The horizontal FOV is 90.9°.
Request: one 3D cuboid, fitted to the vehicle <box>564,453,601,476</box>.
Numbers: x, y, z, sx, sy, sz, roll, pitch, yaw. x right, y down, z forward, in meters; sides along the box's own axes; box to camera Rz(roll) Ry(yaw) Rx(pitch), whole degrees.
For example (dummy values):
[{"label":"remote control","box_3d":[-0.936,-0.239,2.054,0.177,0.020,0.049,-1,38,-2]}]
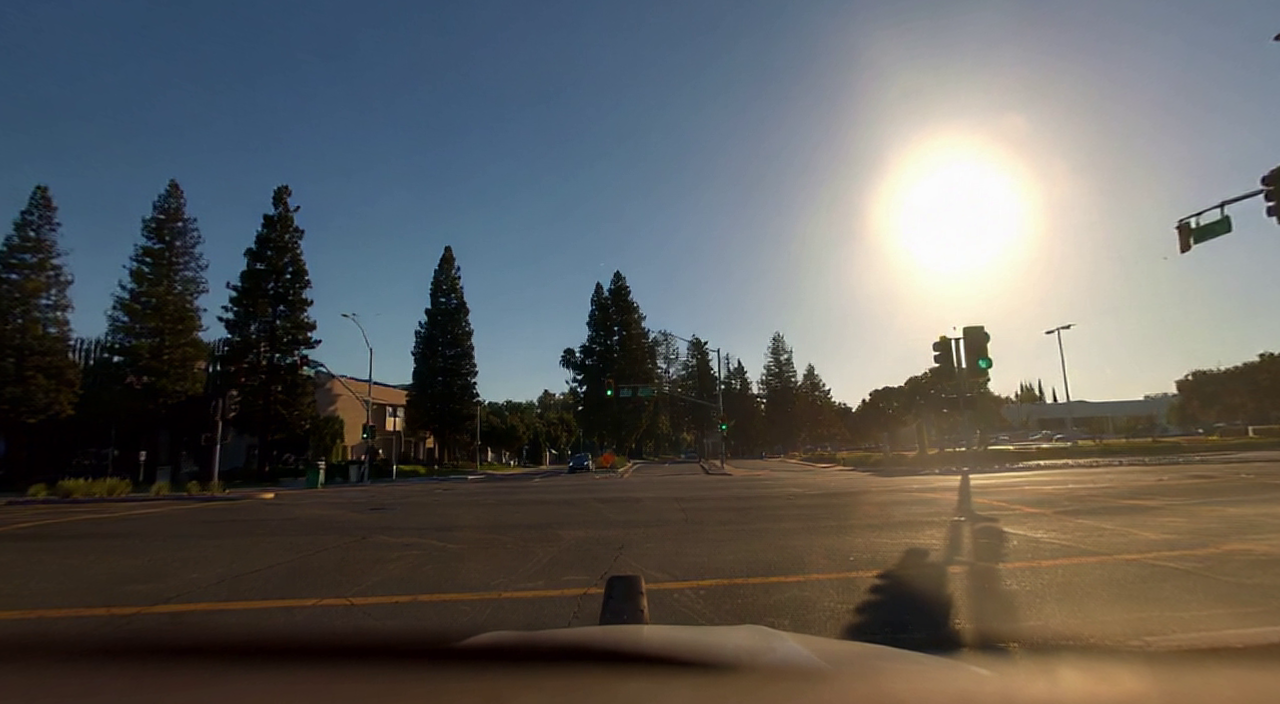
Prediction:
[{"label":"vehicle","box_3d":[-4.485,8.844,49.820,2.030,1.704,4.205,-1,-8,7]}]
